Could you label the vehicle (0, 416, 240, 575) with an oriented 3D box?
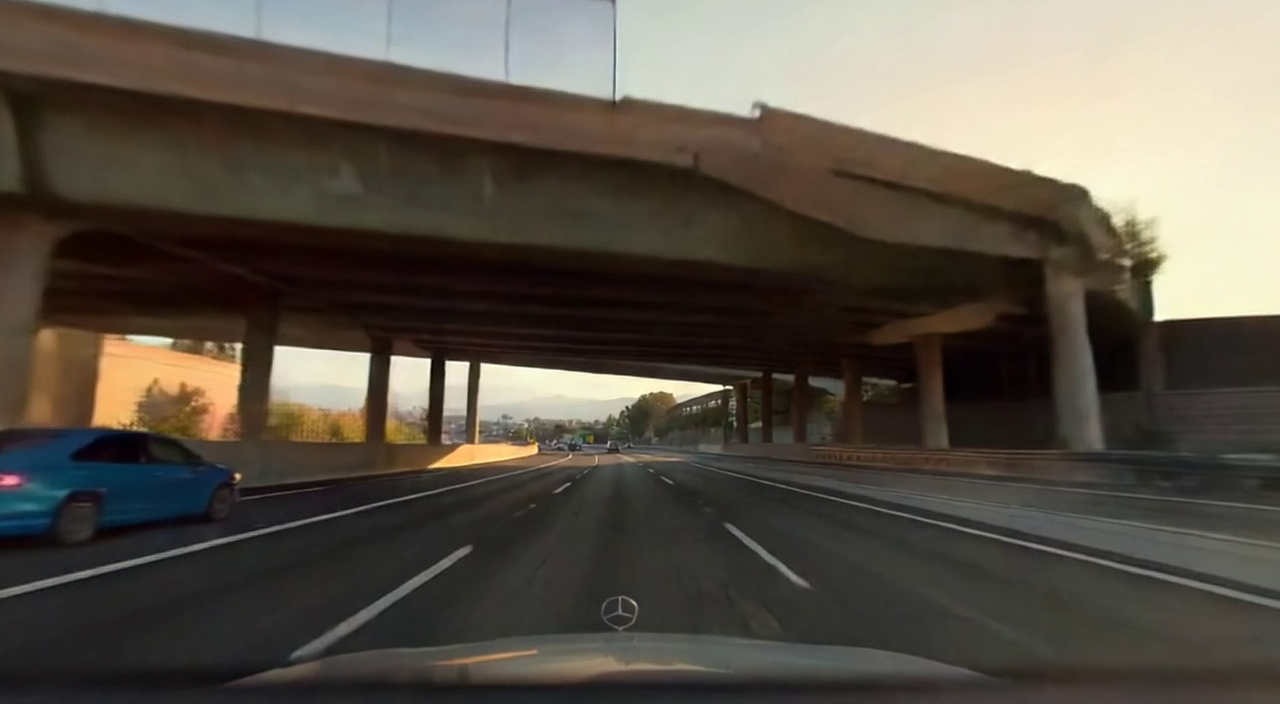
[{"bbox_3d":[-7.549,1.752,8.287,1.924,1.601,4.115,0,-9,-1],"label":"vehicle"}]
